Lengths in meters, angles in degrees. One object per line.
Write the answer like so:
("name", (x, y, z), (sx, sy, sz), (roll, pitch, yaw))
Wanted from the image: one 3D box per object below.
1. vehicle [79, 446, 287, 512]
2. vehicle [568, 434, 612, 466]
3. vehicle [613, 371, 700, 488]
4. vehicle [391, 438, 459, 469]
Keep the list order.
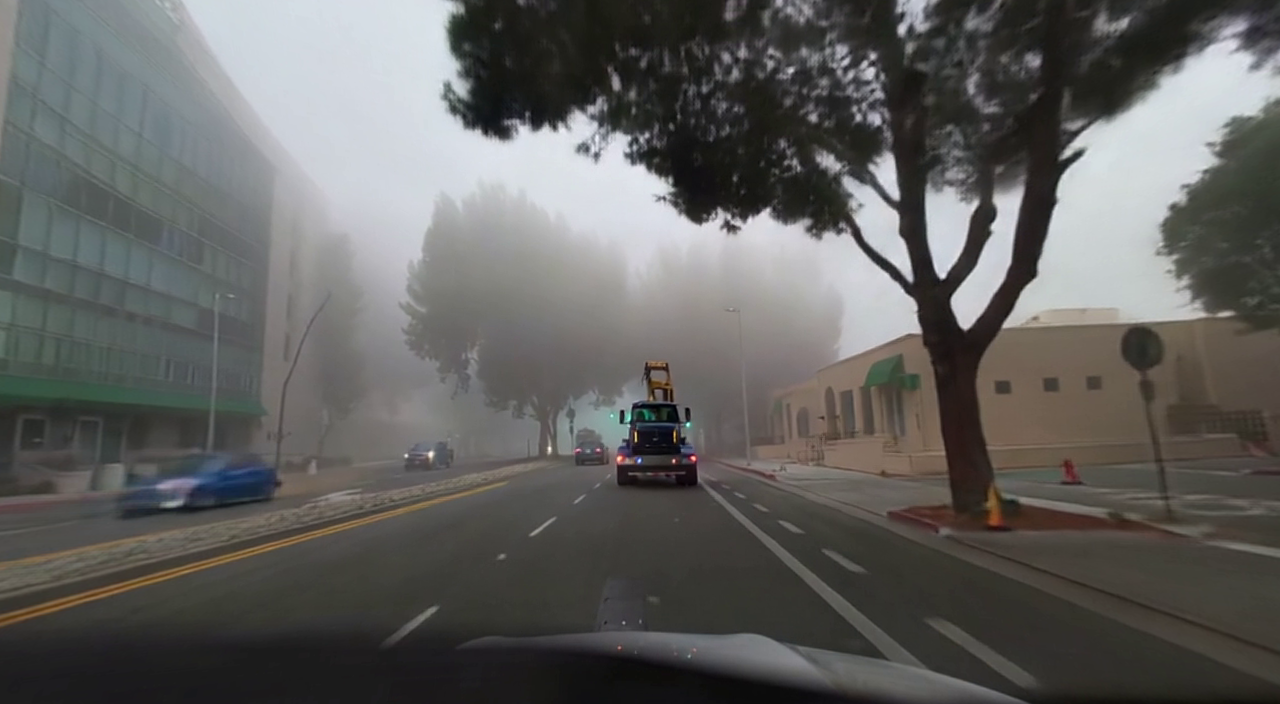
("vehicle", (-11.875, 3.278, 16.915), (1.939, 1.496, 4.678), (0, -9, 2))
("vehicle", (-2.779, 5.626, 36.313), (2.081, 1.688, 4.235), (0, -9, 2))
("vehicle", (0.442, 3.106, 24.527), (2.552, 3.461, 11.044), (-1, -8, -1))
("vehicle", (-14.288, 6.774, 42.327), (2.225, 1.946, 6.187), (0, -9, 2))
